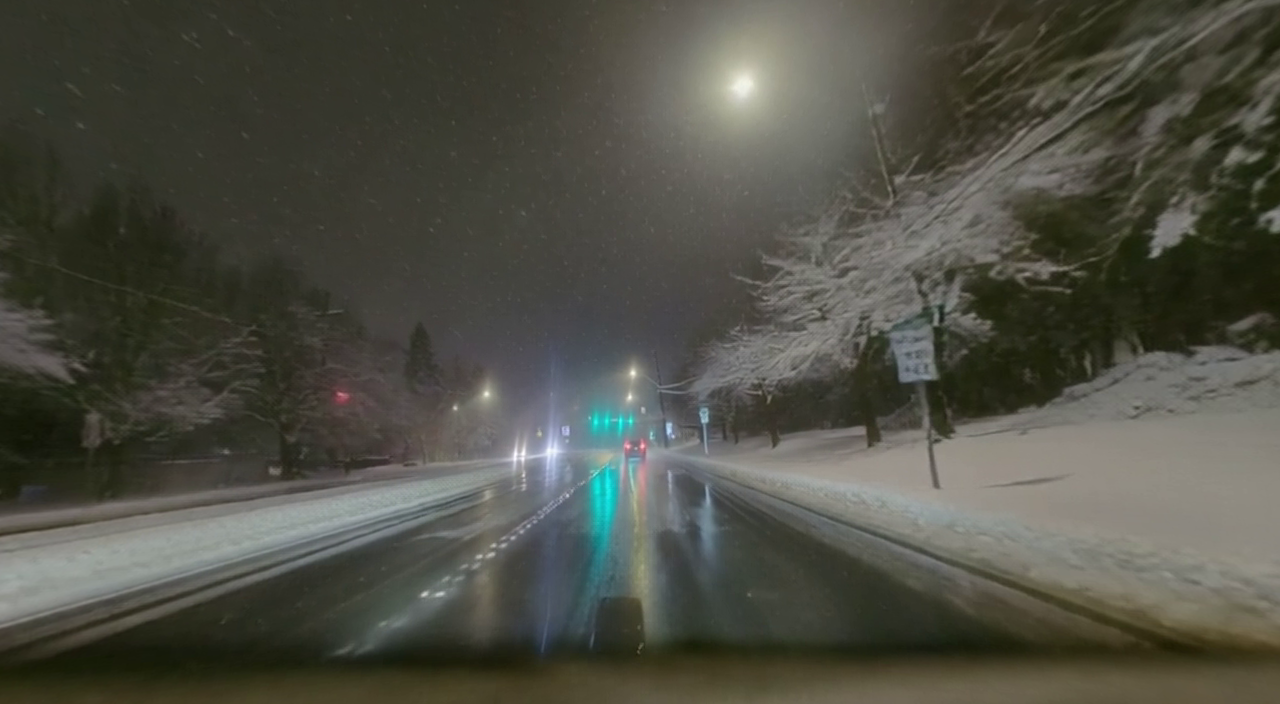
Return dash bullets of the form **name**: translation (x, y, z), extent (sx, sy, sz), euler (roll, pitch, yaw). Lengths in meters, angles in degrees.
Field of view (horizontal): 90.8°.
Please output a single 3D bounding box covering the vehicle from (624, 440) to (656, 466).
- **vehicle**: translation (-0.032, 6.840, 42.896), extent (2.045, 1.613, 4.210), euler (0, -8, -1)
